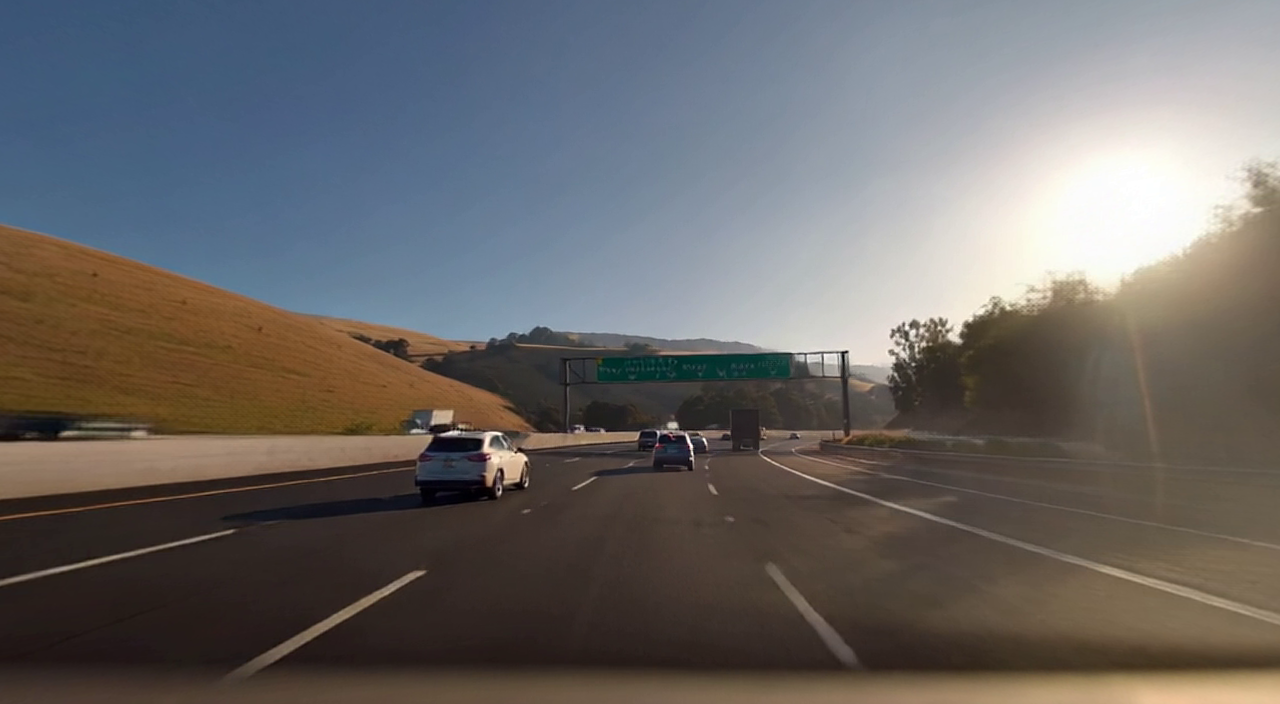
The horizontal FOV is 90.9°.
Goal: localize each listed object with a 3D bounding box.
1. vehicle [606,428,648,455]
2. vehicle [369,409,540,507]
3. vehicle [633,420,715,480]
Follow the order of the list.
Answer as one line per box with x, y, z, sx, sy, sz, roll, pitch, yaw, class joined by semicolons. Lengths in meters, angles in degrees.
-0.815;6.101;42.810;2.194;1.702;4.305;-1;-8;8;vehicle
-3.672;2.209;13.499;2.077;1.712;4.406;-1;-8;4;vehicle
1.164;3.321;21.556;2.484;1.820;4.497;-1;-8;4;vehicle
